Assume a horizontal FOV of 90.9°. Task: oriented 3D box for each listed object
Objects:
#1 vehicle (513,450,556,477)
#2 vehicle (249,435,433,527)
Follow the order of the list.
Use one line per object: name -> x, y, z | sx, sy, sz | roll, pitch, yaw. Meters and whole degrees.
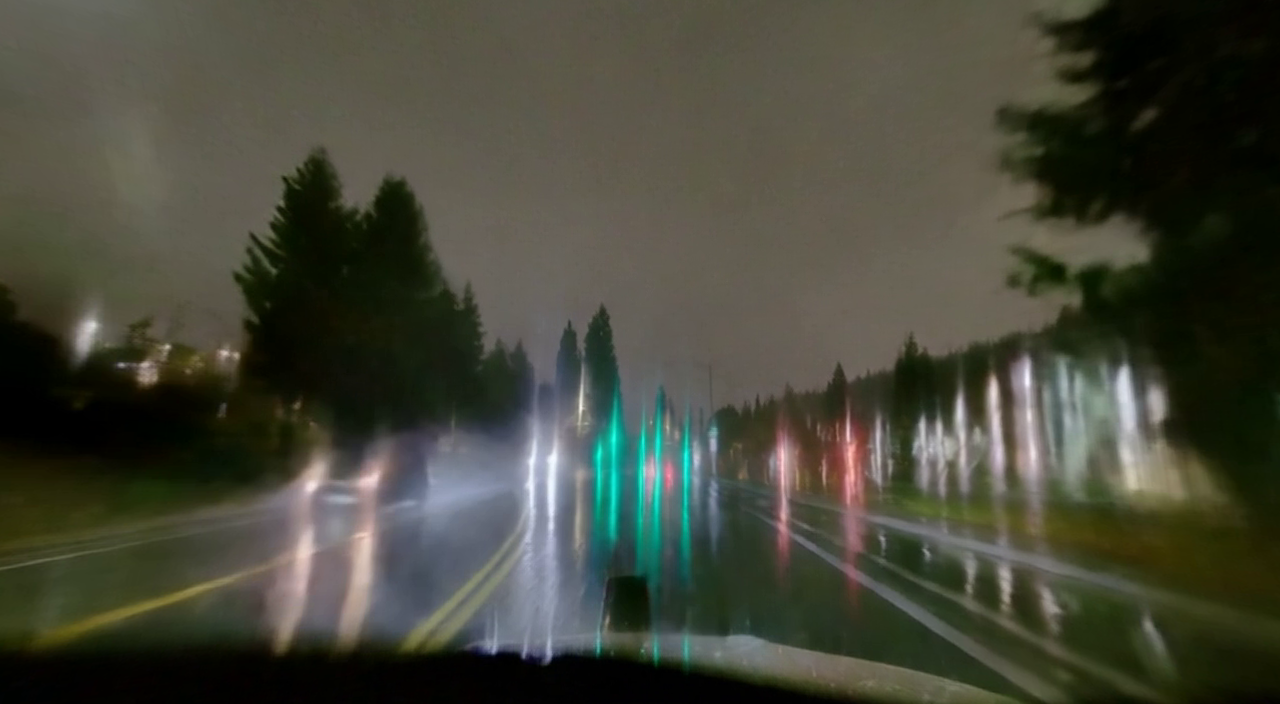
vehicle -> -6.730, 7.151, 40.774 | 2.095, 1.603, 3.980 | 0, -9, 0
vehicle -> -6.203, 2.691, 13.731 | 1.972, 1.684, 4.144 | 0, -9, -1
